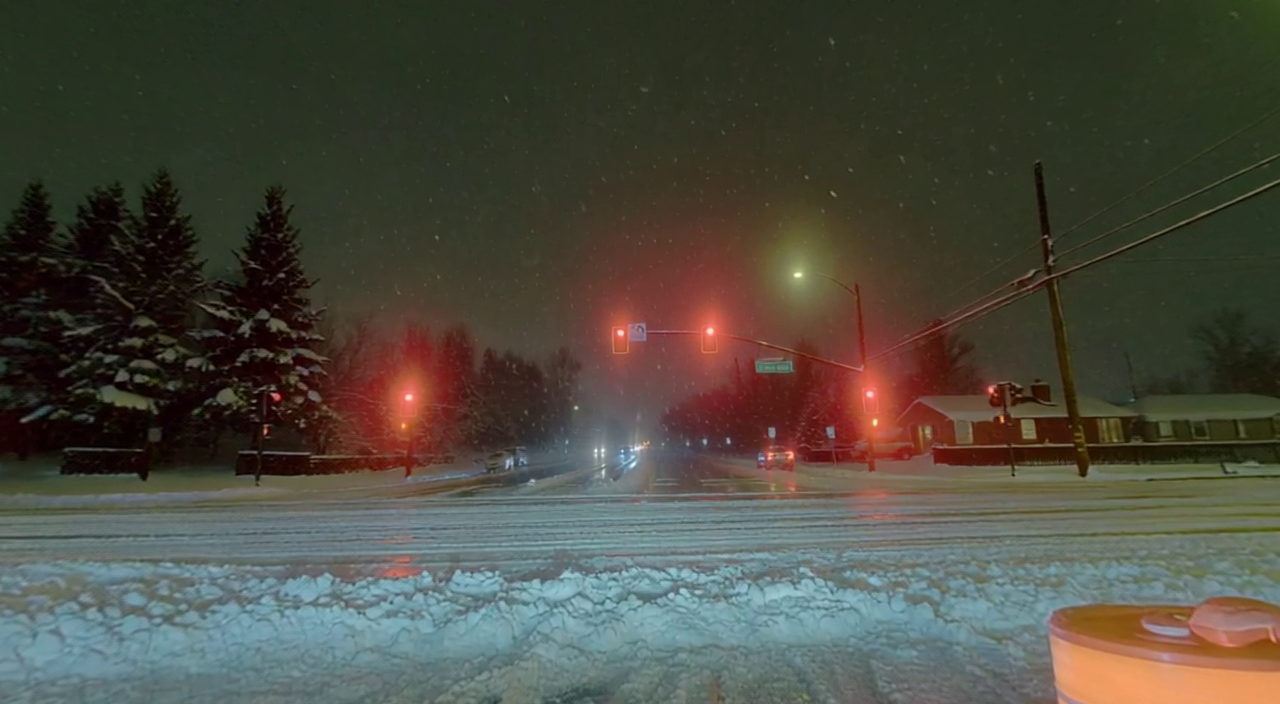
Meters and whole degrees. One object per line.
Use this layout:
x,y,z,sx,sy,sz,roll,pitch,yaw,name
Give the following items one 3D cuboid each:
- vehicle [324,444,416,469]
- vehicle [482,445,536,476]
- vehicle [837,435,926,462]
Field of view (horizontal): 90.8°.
-16.420,6.374,38.593,4.713,1.409,1.918,0,-8,-2,vehicle
-6.629,5.533,32.398,1.881,1.452,4.121,0,-8,0,vehicle
15.347,6.175,40.344,4.892,1.656,1.856,0,-8,0,vehicle
